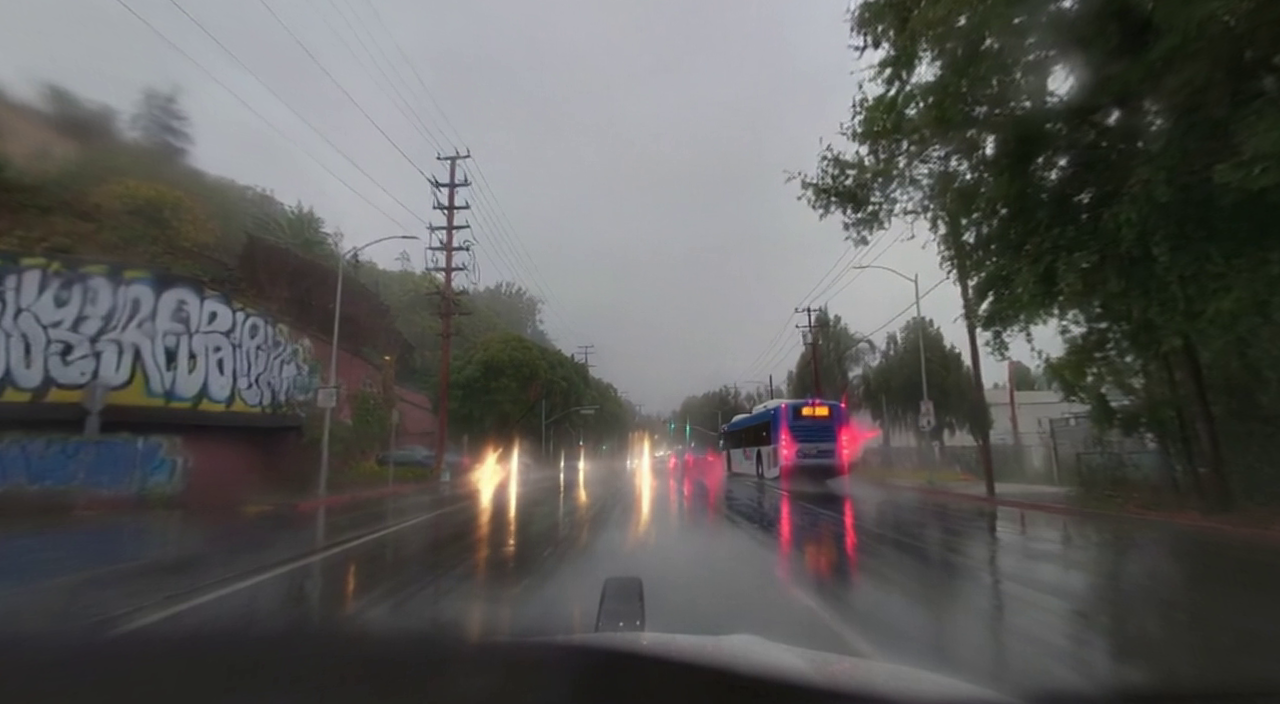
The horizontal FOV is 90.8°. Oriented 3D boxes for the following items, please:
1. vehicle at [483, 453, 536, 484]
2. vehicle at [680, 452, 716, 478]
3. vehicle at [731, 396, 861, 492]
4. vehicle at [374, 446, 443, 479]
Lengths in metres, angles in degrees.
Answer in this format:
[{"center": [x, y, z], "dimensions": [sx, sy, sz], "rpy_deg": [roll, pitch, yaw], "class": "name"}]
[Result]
[{"center": [-7.804, 7.006, 38.253], "dimensions": [2.011, 1.672, 4.637], "rpy_deg": [-1, -8, 3], "class": "vehicle"}, {"center": [3.624, 7.162, 40.232], "dimensions": [1.961, 1.470, 4.196], "rpy_deg": [0, -8, 0], "class": "vehicle"}, {"center": [6.518, 4.243, 29.139], "dimensions": [3.045, 3.447, 12.604], "rpy_deg": [0, -8, 1], "class": "vehicle"}, {"center": [-16.853, 8.021, 46.113], "dimensions": [4.244, 2.316, 1.959], "rpy_deg": [-1, -8, 2], "class": "vehicle"}]
